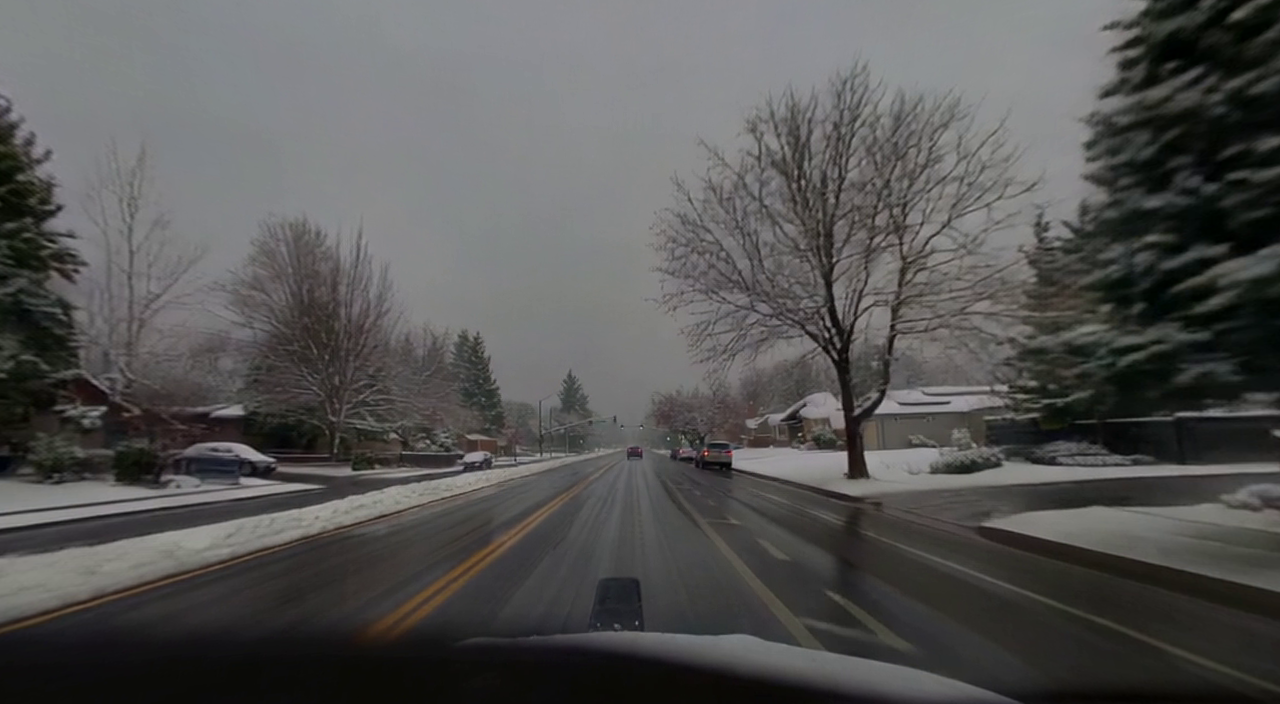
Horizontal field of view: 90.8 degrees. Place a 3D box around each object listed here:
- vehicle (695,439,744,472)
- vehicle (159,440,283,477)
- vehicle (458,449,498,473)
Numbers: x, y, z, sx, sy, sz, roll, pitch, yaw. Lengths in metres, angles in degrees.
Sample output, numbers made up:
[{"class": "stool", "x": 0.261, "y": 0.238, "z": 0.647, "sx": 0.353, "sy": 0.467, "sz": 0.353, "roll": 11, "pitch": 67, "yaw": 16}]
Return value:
[{"class": "vehicle", "x": 4.649, "y": 6.162, "z": 37.800, "sx": 2.180, "sy": 1.782, "sz": 4.790, "roll": 0, "pitch": -8, "yaw": -2}, {"class": "vehicle", "x": -21.193, "y": 5.393, "z": 32.110, "sx": 4.853, "sy": 1.754, "sz": 2.095, "roll": -1, "pitch": -8, "yaw": 3}, {"class": "vehicle", "x": -12.444, "y": 8.368, "z": 48.857, "sx": 1.939, "sy": 1.537, "sz": 4.197, "roll": -3, "pitch": -7, "yaw": 0}]
